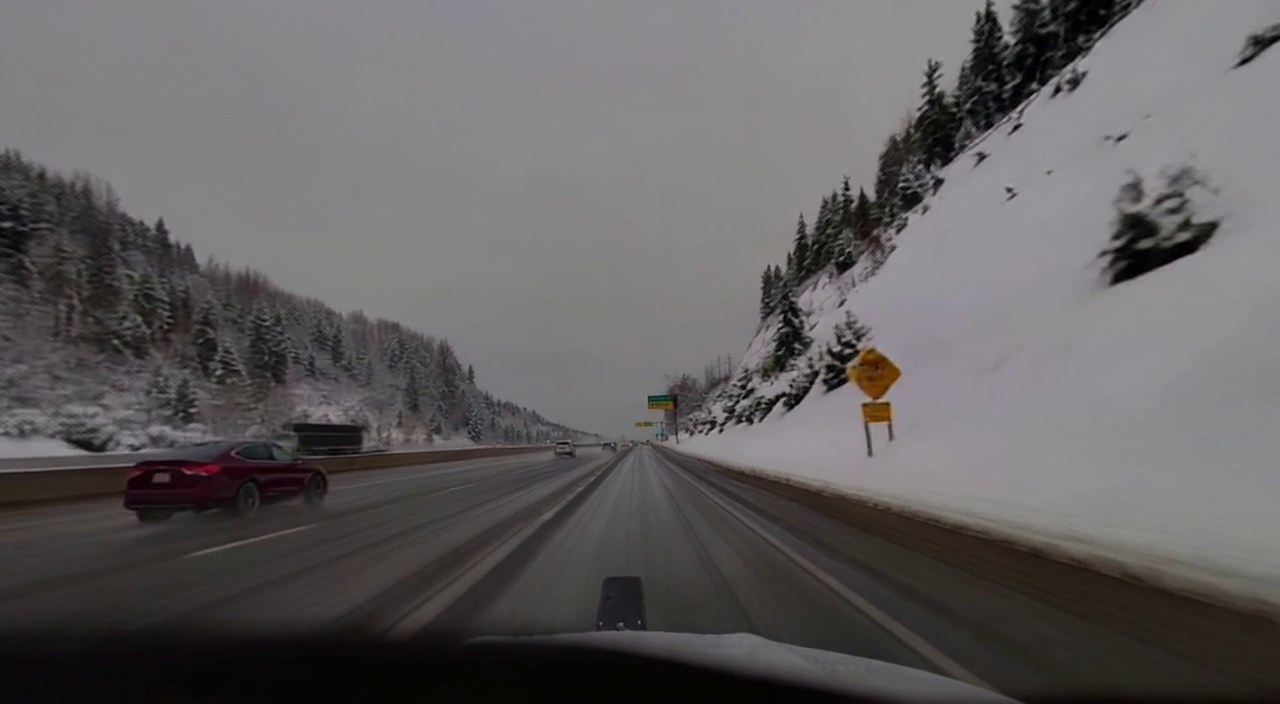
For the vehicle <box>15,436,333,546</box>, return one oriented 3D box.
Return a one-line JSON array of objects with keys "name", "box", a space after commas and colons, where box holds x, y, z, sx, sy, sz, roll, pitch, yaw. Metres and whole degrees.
[{"name": "vehicle", "box": [-7.480, 2.230, 10.878, 1.949, 1.465, 4.563, 0, -8, 1]}]
